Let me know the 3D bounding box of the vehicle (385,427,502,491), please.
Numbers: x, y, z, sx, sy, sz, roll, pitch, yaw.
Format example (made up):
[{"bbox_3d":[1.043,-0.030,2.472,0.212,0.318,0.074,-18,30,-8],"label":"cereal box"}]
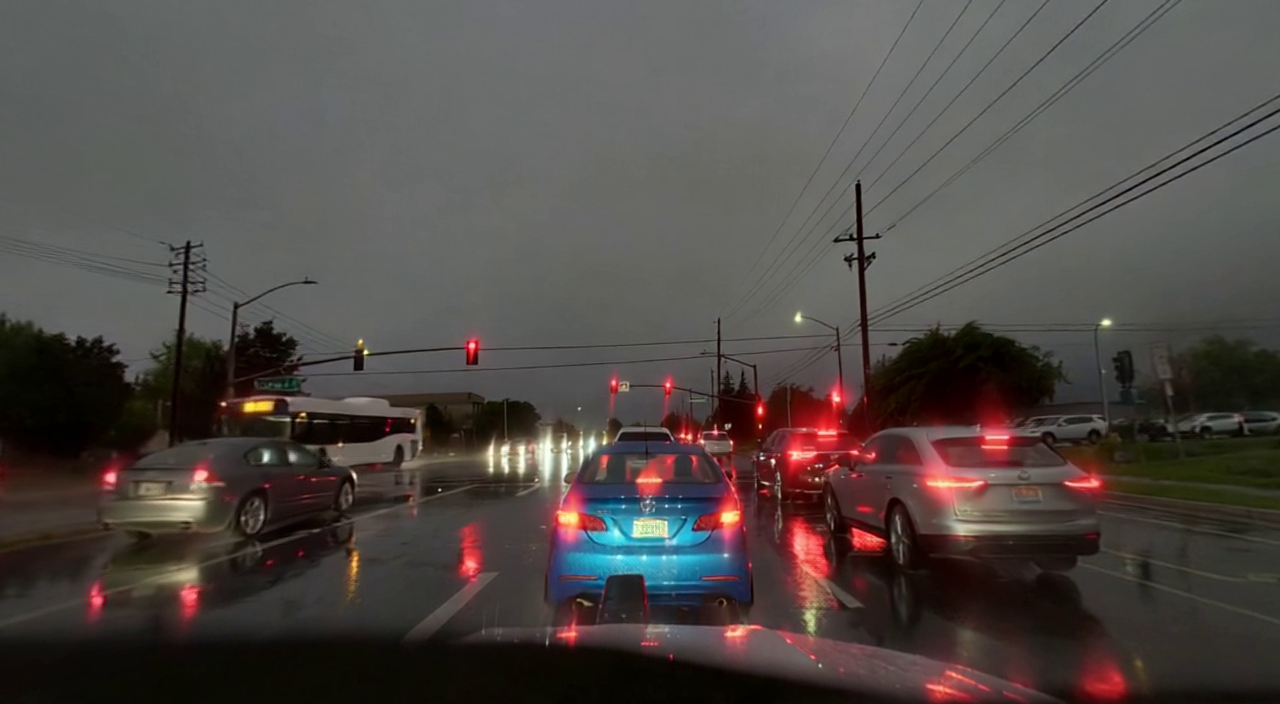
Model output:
[{"bbox_3d":[-6.262,3.489,20.899,2.070,1.824,5.196,-1,-8,2],"label":"vehicle"}]

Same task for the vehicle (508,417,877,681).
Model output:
[{"bbox_3d":[0.280,1.418,5.669,2.109,1.483,3.964,0,-8,-1],"label":"vehicle"}]

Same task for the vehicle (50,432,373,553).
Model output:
[{"bbox_3d":[-6.404,2.114,10.321,1.955,1.497,4.639,-1,-8,1],"label":"vehicle"}]

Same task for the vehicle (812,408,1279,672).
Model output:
[{"bbox_3d":[3.130,1.401,5.825,1.870,1.523,4.096,0,-8,-1],"label":"vehicle"}]
